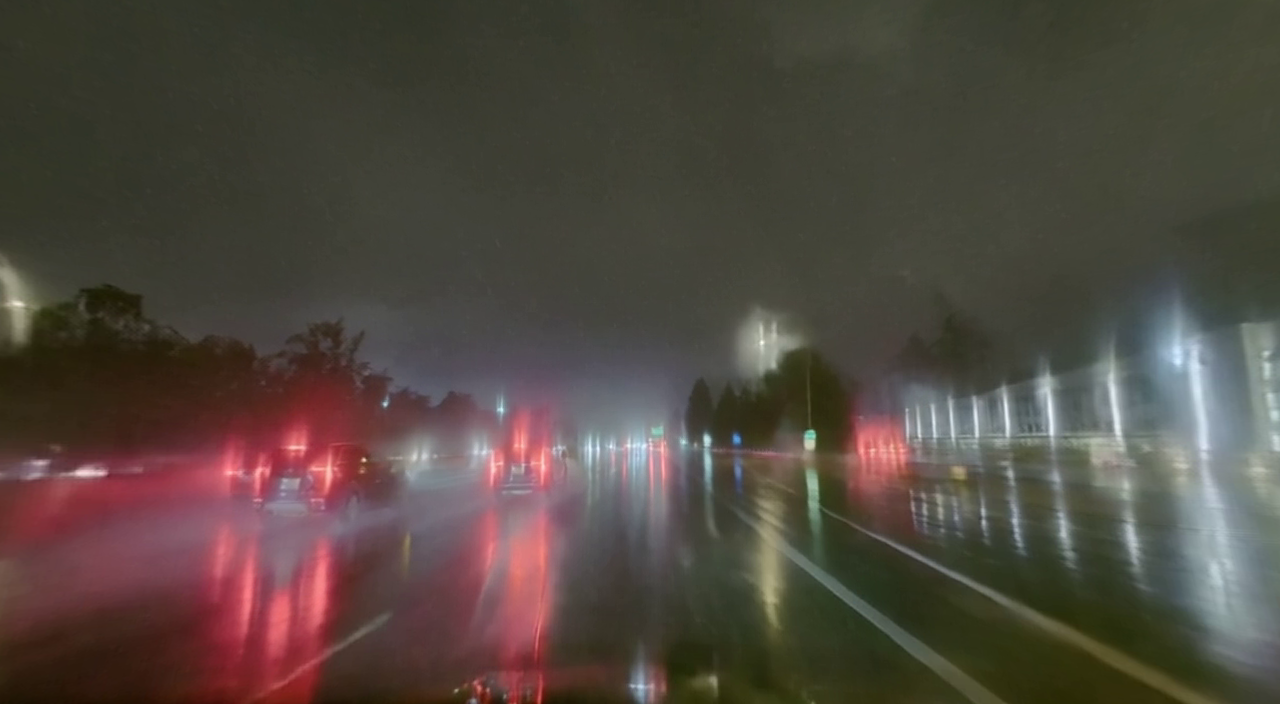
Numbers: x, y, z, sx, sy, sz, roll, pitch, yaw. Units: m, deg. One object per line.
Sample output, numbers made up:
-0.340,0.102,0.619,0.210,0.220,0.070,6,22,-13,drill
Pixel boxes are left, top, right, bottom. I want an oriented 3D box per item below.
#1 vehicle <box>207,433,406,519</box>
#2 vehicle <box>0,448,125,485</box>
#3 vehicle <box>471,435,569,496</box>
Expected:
-7.466,2.811,14.794,2.071,1.661,4.540,-1,-9,2,vehicle
-26.849,5.275,29.388,1.861,1.565,4.332,-1,-9,1,vehicle
-3.702,3.600,20.394,2.158,1.717,4.375,-1,-9,2,vehicle
